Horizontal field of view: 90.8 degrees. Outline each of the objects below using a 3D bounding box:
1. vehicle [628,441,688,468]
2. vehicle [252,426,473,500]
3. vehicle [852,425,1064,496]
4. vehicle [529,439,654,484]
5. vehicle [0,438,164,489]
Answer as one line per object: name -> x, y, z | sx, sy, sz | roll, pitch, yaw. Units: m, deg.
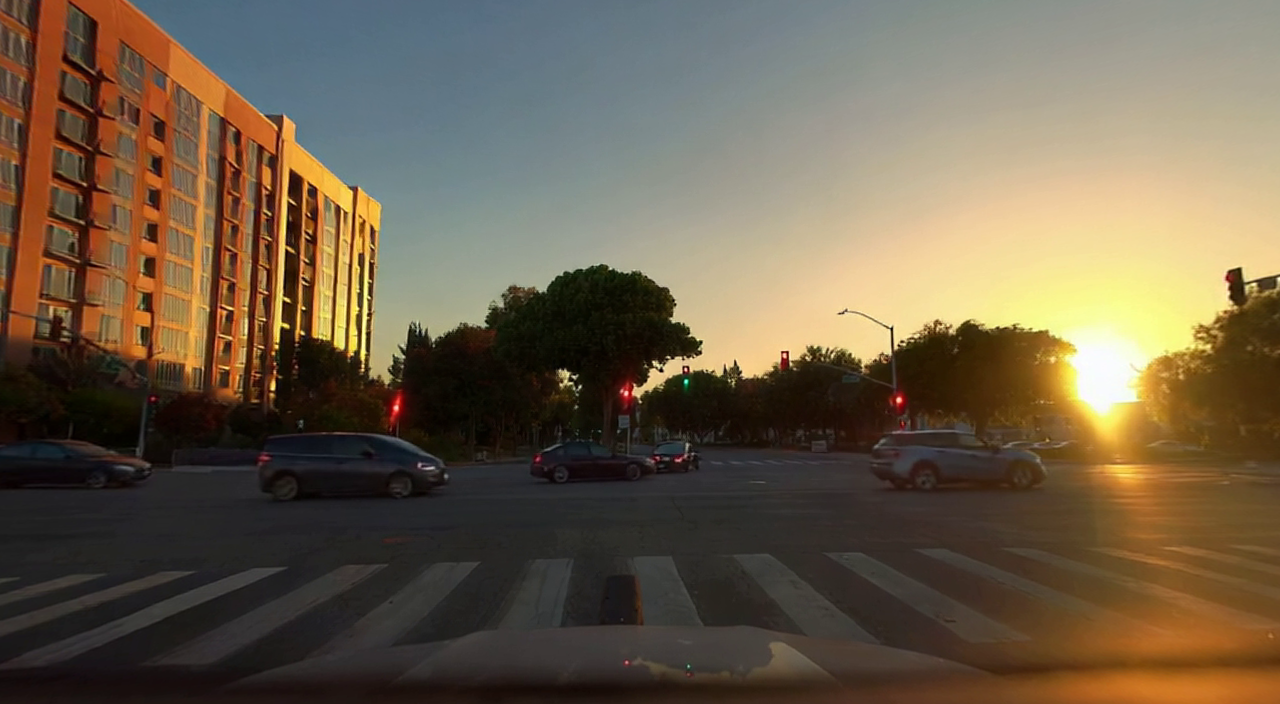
vehicle -> 1.196, 6.325, 39.157 | 1.976, 1.505, 5.084 | -4, -9, 22
vehicle -> -7.202, 2.920, 16.949 | 4.923, 1.800, 2.153 | 1, -8, -5
vehicle -> 9.476, 3.247, 19.181 | 5.101, 1.940, 2.468 | 1, -8, -7
vehicle -> -1.841, 4.171, 24.384 | 4.397, 1.569, 1.955 | 5, -10, -31
vehicle -> -17.750, 3.399, 19.422 | 4.424, 1.454, 2.043 | 1, -8, -5
